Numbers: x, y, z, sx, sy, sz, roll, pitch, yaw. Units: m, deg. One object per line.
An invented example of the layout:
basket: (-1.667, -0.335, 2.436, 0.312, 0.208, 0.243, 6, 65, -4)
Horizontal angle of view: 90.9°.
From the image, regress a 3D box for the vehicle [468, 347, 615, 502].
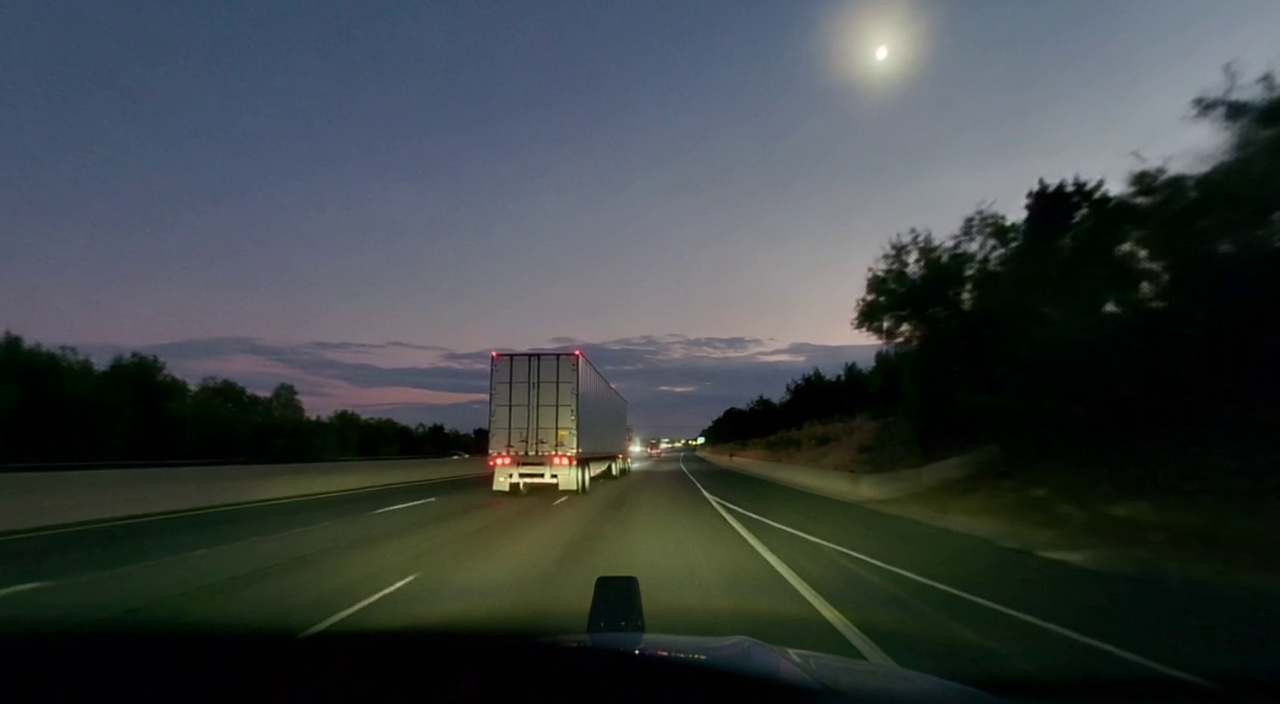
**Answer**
vehicle: (-2.871, 3.005, 23.932, 2.851, 4.098, 14.436, 0, -9, 2)
